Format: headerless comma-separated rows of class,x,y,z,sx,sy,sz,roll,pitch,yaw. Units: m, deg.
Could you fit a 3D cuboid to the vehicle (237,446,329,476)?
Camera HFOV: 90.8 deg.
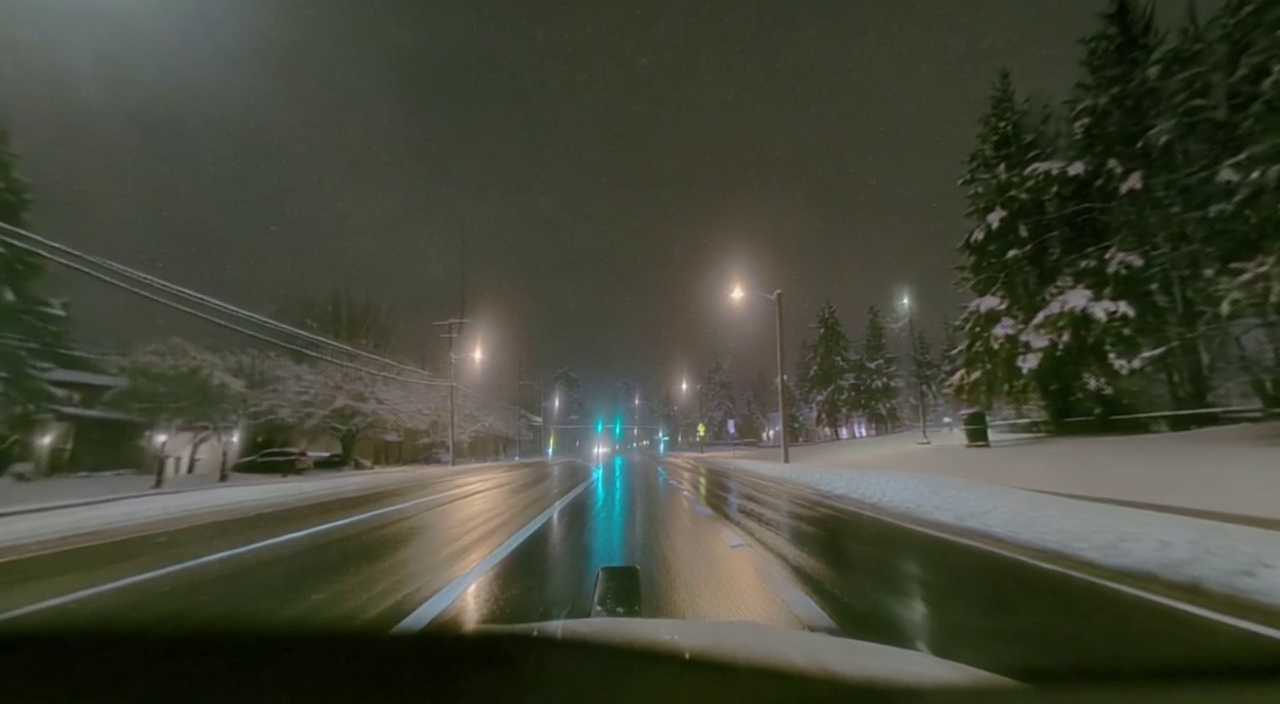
vehicle,-23.337,7.133,41.425,4.794,1.869,2.060,-1,-8,3
